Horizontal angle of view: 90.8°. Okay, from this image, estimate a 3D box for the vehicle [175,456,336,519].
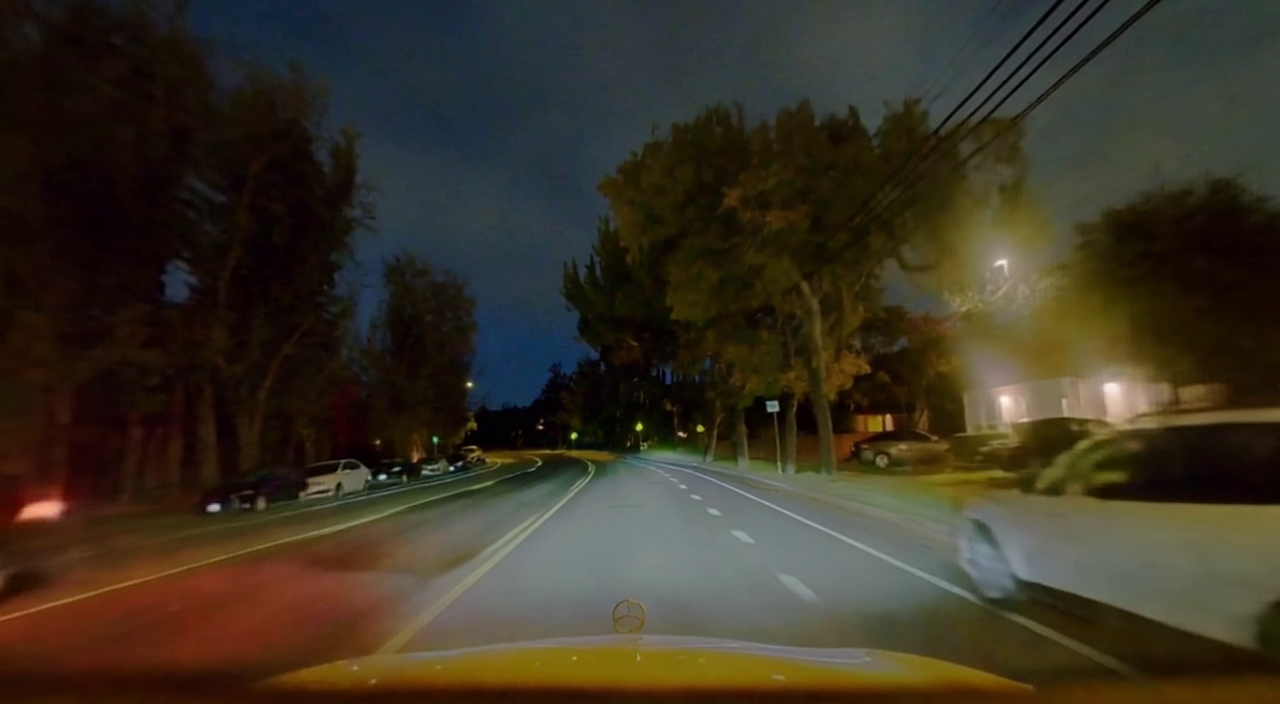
[{"bbox_3d":[-11.018,3.874,18.611,1.922,1.496,4.598,0,-8,-1],"label":"vehicle"}]

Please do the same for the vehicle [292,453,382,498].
[{"bbox_3d":[-11.244,4.578,23.670,1.586,1.433,3.485,1,-8,0],"label":"vehicle"}]

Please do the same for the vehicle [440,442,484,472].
[{"bbox_3d":[-12.965,7.643,46.336,2.190,1.789,5.477,-3,-7,-7],"label":"vehicle"}]

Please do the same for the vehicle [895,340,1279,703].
[{"bbox_3d":[3.725,1.010,3.635,2.176,1.793,5.534,0,-8,0],"label":"vehicle"}]

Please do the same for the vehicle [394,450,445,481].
[{"bbox_3d":[-11.937,6.137,34.448,1.750,1.471,3.960,2,-8,-6],"label":"vehicle"}]
